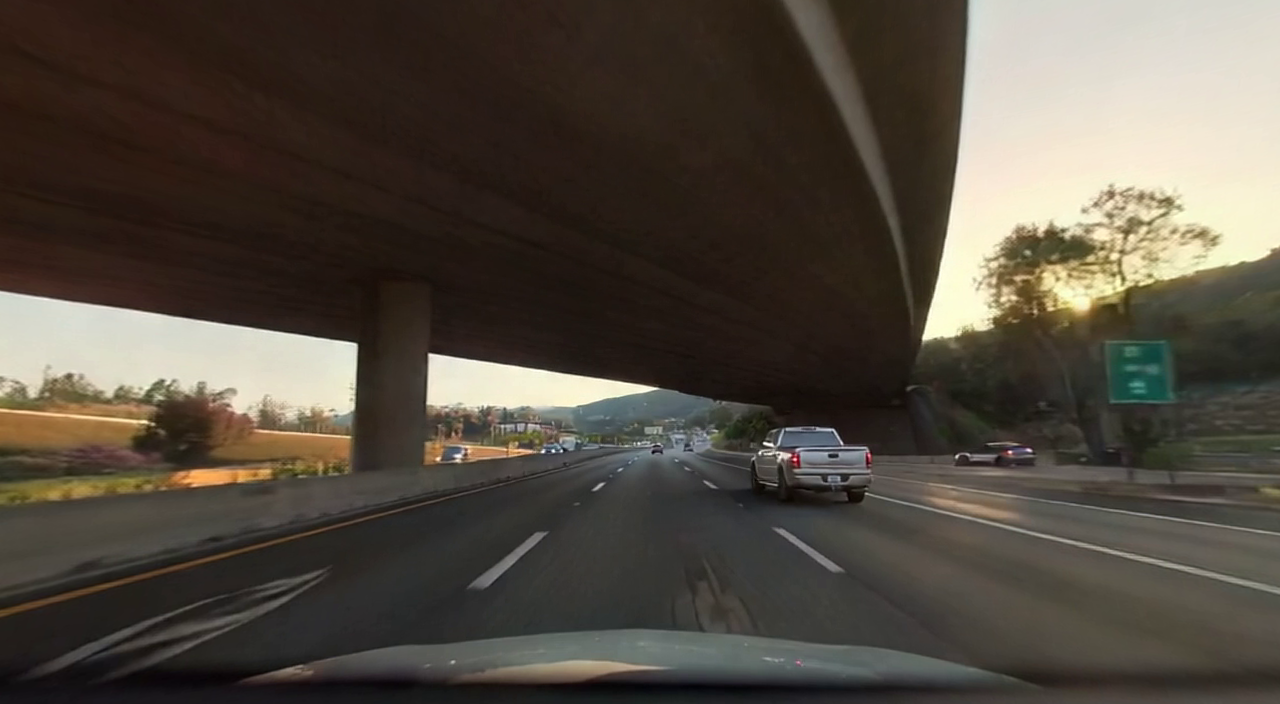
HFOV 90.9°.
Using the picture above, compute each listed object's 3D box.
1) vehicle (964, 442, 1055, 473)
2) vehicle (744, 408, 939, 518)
[{"bbox_3d":[19.916,5.691,34.229,1.911,1.577,4.477,1,-9,-5],"label":"vehicle"},{"bbox_3d":[4.209,2.460,14.537,2.505,2.020,5.532,0,-8,-2],"label":"vehicle"}]
